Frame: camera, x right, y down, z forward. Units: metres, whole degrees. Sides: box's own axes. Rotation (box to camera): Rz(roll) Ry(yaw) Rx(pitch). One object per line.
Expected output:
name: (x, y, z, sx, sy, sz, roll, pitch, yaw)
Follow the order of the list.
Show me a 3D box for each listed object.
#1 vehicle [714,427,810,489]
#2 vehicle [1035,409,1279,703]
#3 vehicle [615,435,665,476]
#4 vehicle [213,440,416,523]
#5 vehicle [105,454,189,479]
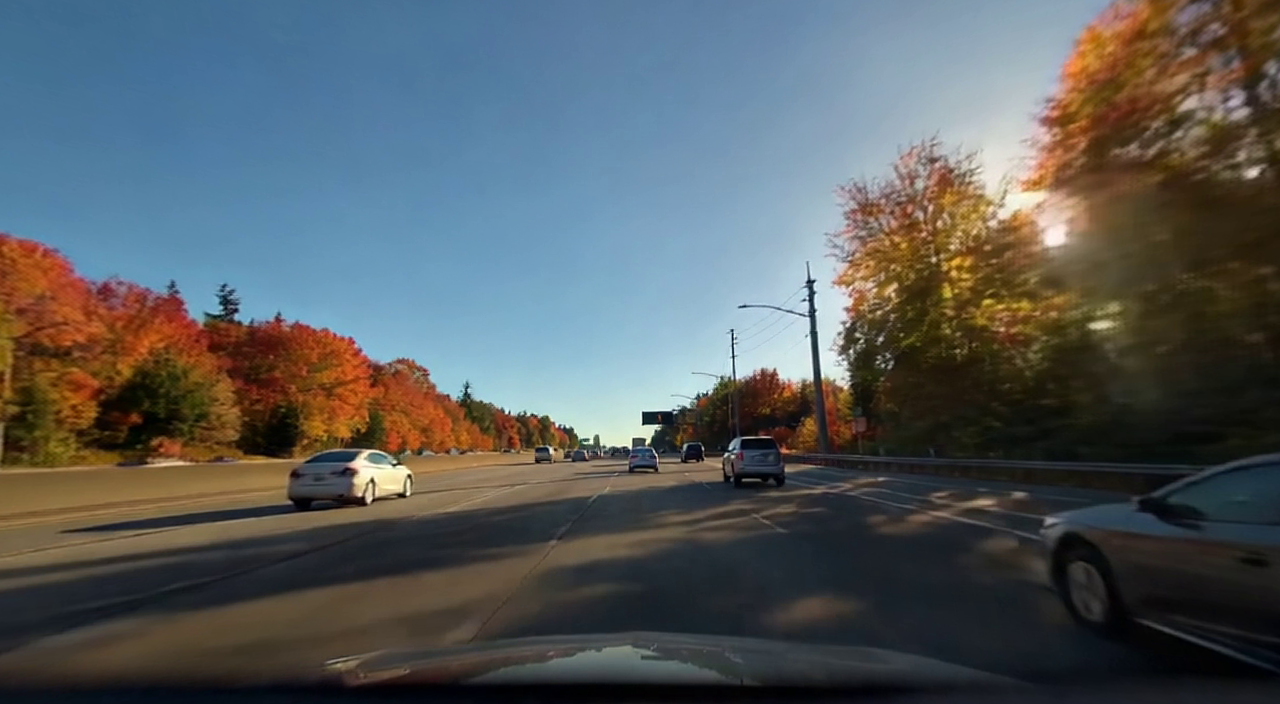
vehicle: (4.289, 3.874, 23.350, 2.388, 1.998, 5.749, 0, -9, 0)
vehicle: (4.057, 0.939, 2.378, 2.057, 1.508, 4.767, 0, -9, 0)
vehicle: (0.033, 5.384, 32.915, 2.372, 1.957, 5.121, 0, -9, 1)
vehicle: (-6.857, 2.759, 14.000, 2.014, 1.526, 4.577, 0, -9, 1)
vehicle: (-33.230, 7.705, 42.605, 1.847, 1.550, 4.662, 0, -9, 1)
